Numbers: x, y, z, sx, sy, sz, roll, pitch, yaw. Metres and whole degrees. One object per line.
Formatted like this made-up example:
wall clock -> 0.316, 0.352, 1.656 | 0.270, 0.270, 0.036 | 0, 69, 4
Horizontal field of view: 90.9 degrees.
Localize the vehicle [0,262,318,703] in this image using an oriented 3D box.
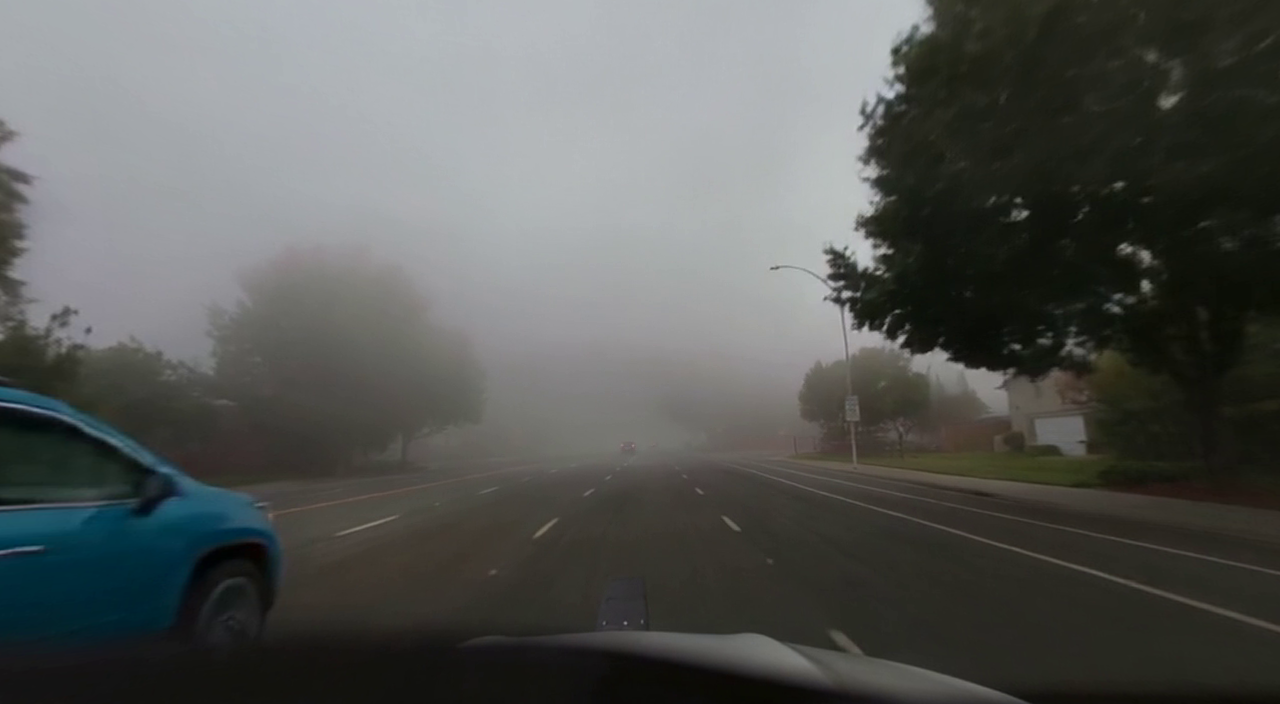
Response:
vehicle -> -3.135, 0.571, 1.448 | 2.179, 1.851, 4.756 | 0, -8, 1
